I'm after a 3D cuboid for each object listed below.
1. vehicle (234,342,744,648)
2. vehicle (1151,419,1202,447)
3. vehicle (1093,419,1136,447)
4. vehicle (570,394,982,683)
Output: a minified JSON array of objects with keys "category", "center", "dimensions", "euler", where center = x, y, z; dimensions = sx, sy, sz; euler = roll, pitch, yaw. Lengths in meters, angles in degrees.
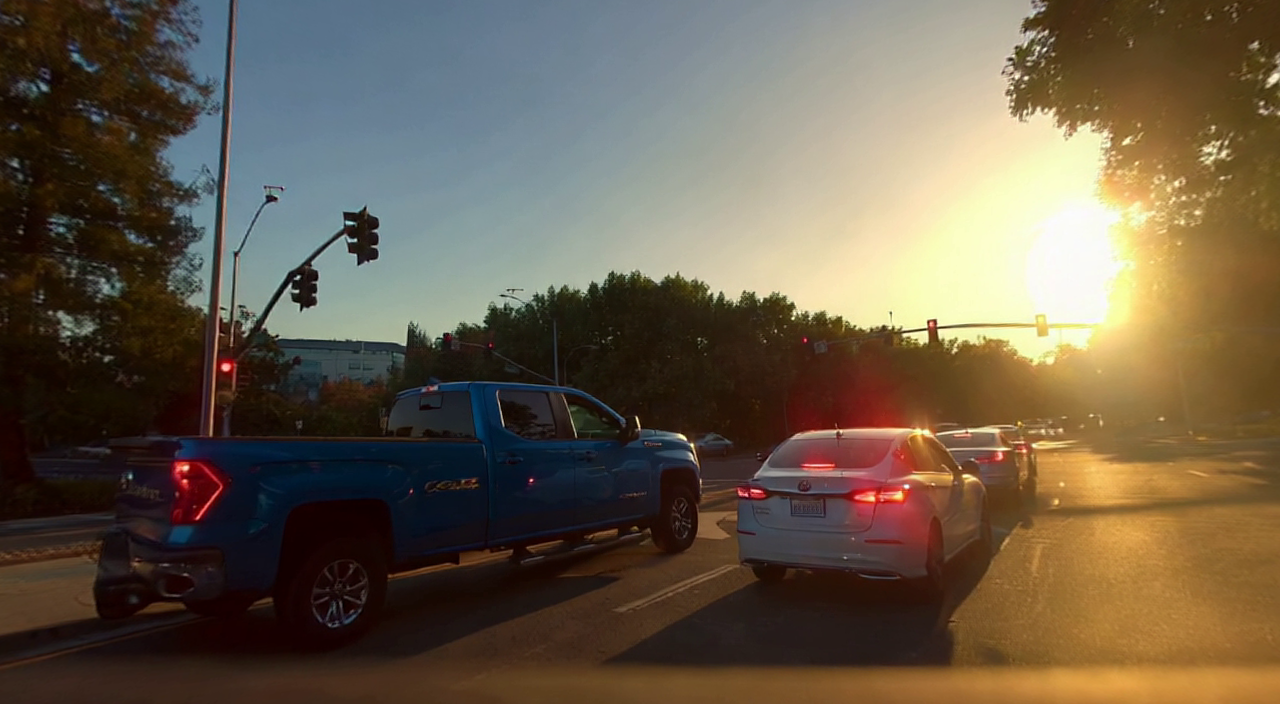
[{"category":"vehicle","center":[-0.877,1.404,7.466],"dimensions":[2.272,2.016,6.146],"euler":[-5,-10,28]},{"category":"vehicle","center":[35.789,5.473,42.205],"dimensions":[2.183,1.714,4.491],"euler":[-6,-11,37]},{"category":"vehicle","center":[32.805,5.671,43.707],"dimensions":[2.160,1.790,4.303],"euler":[-6,-10,35]},{"category":"vehicle","center":[1.715,1.376,6.001],"dimensions":[2.027,1.549,4.801],"euler":[-6,-10,35]}]
